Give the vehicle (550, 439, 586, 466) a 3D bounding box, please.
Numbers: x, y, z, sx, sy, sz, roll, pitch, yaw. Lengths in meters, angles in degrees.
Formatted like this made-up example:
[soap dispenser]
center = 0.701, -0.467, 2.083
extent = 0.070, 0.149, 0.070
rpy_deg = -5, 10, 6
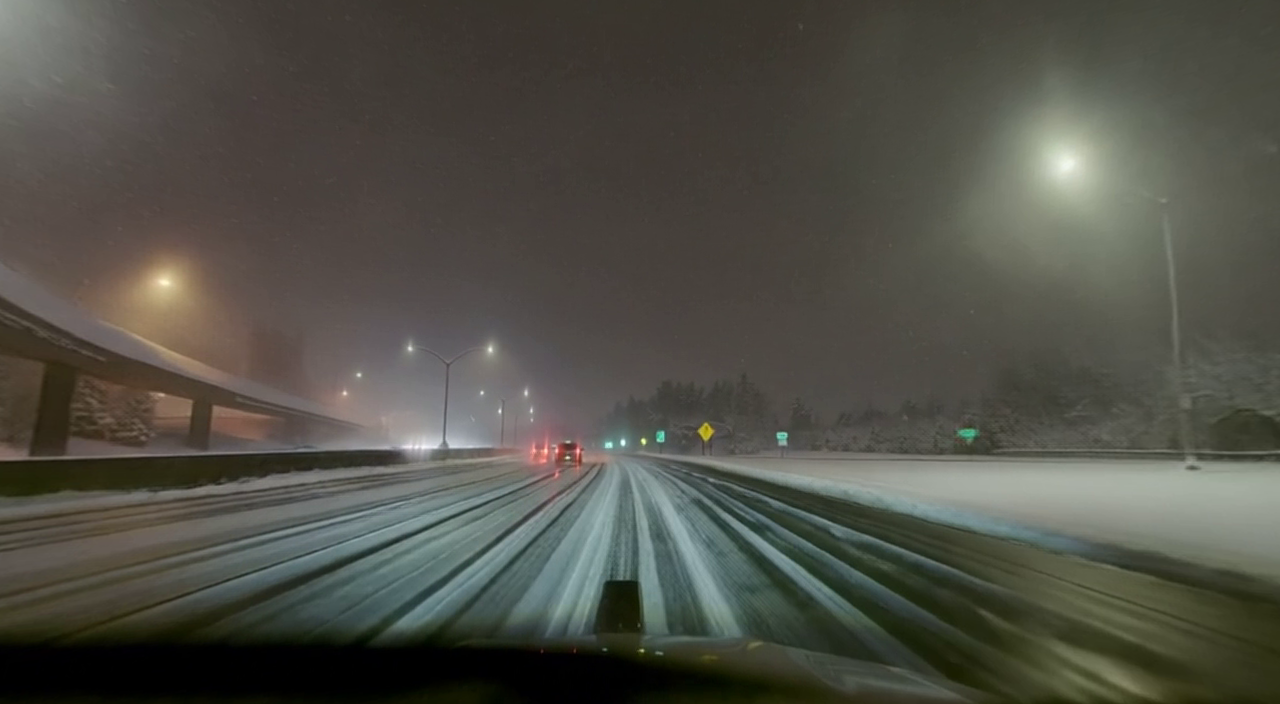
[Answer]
[vehicle]
center = -4.607, 6.471, 40.998
extent = 1.971, 1.643, 4.009
rpy_deg = 0, -8, -2
